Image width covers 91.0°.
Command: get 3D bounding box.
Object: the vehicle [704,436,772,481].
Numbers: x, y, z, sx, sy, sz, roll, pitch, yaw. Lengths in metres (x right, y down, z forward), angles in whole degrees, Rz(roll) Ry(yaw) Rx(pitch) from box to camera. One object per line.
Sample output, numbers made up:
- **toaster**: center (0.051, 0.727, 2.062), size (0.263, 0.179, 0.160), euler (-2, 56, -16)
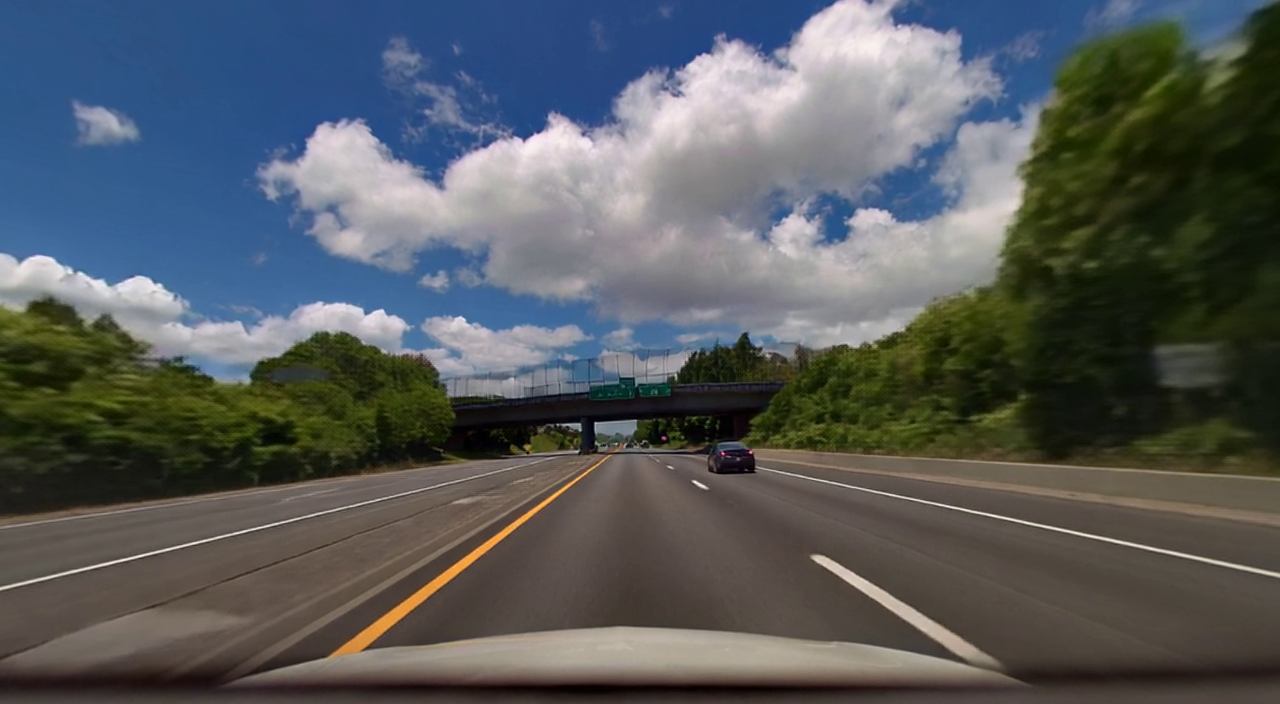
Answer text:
- **vehicle**: center (3.463, 3.815, 22.895), size (1.781, 1.470, 3.540), euler (0, -8, -2)
